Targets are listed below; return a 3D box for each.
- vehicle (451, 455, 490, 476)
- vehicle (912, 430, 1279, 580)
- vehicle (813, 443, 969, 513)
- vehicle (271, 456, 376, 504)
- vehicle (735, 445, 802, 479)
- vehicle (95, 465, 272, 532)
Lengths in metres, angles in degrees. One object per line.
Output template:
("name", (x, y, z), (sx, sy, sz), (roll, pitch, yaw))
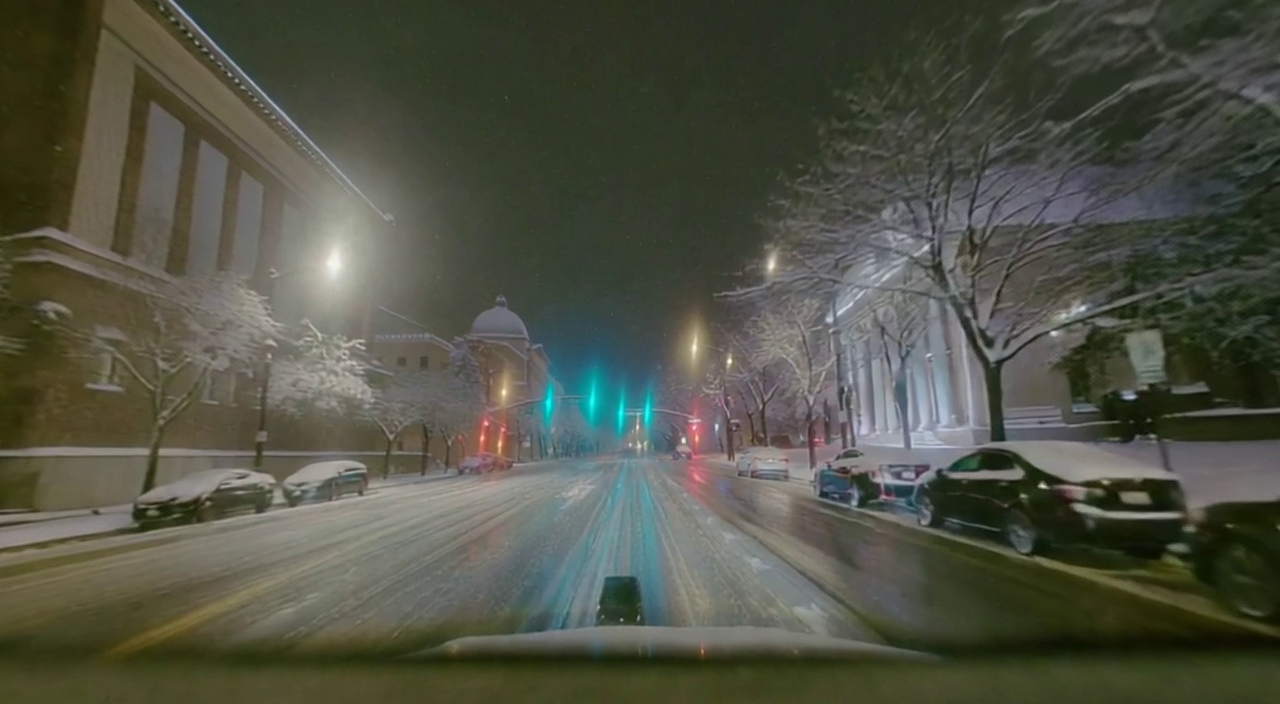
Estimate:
("vehicle", (-12.699, 8.512, 47.578), (1.767, 1.455, 4.389), (0, -8, 0))
("vehicle", (5.823, 1.897, 8.810), (1.849, 1.491, 4.626), (0, -8, -2))
("vehicle", (5.797, 2.919, 15.255), (1.869, 1.430, 4.365), (0, -8, -2))
("vehicle", (-12.649, 5.113, 25.644), (1.911, 1.558, 4.793), (-4, -9, -2))
("vehicle", (5.961, 5.168, 29.973), (2.091, 1.445, 4.678), (0, -8, -2))
("vehicle", (-12.638, 4.034, 17.942), (1.828, 1.462, 4.421), (0, -8, -2))
